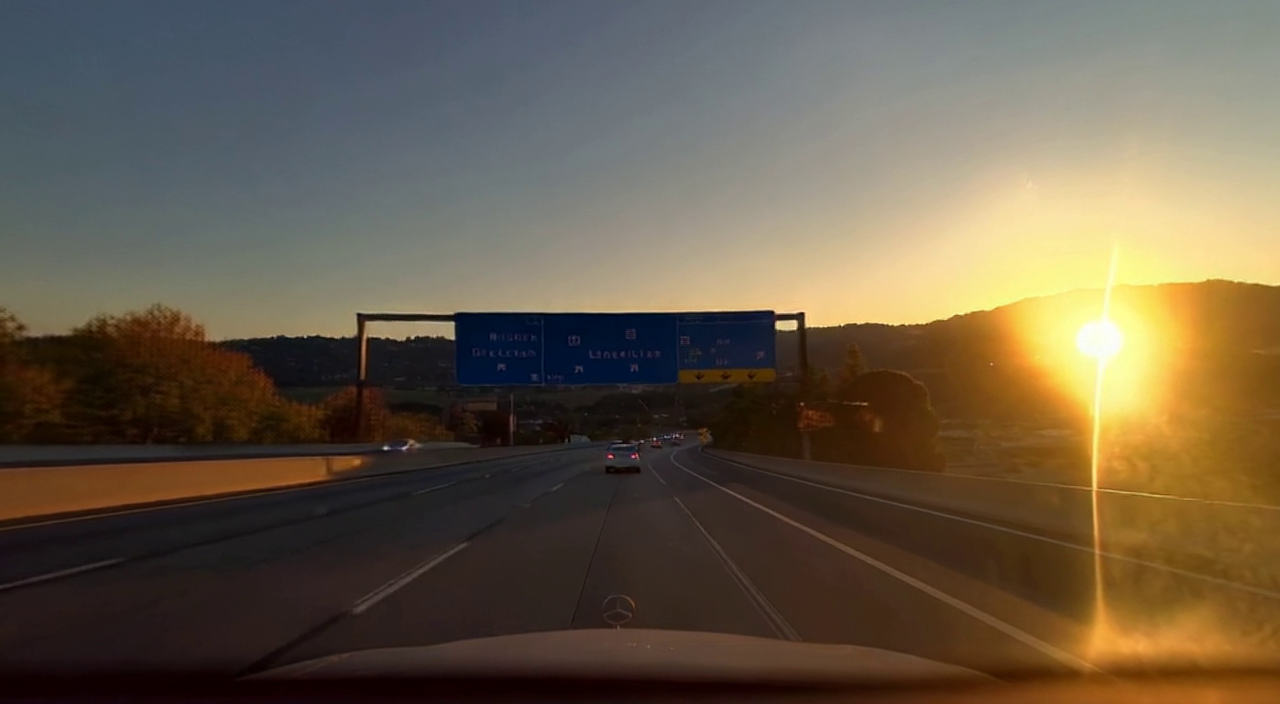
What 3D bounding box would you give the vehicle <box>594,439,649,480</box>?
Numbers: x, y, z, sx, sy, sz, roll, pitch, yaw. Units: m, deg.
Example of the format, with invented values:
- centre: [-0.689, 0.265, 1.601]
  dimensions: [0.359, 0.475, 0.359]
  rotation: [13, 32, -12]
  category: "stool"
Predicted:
- centre: [-0.708, 4.356, 25.675]
  dimensions: [2.055, 1.509, 4.255]
  rotation: [0, -9, 0]
  category: "vehicle"
